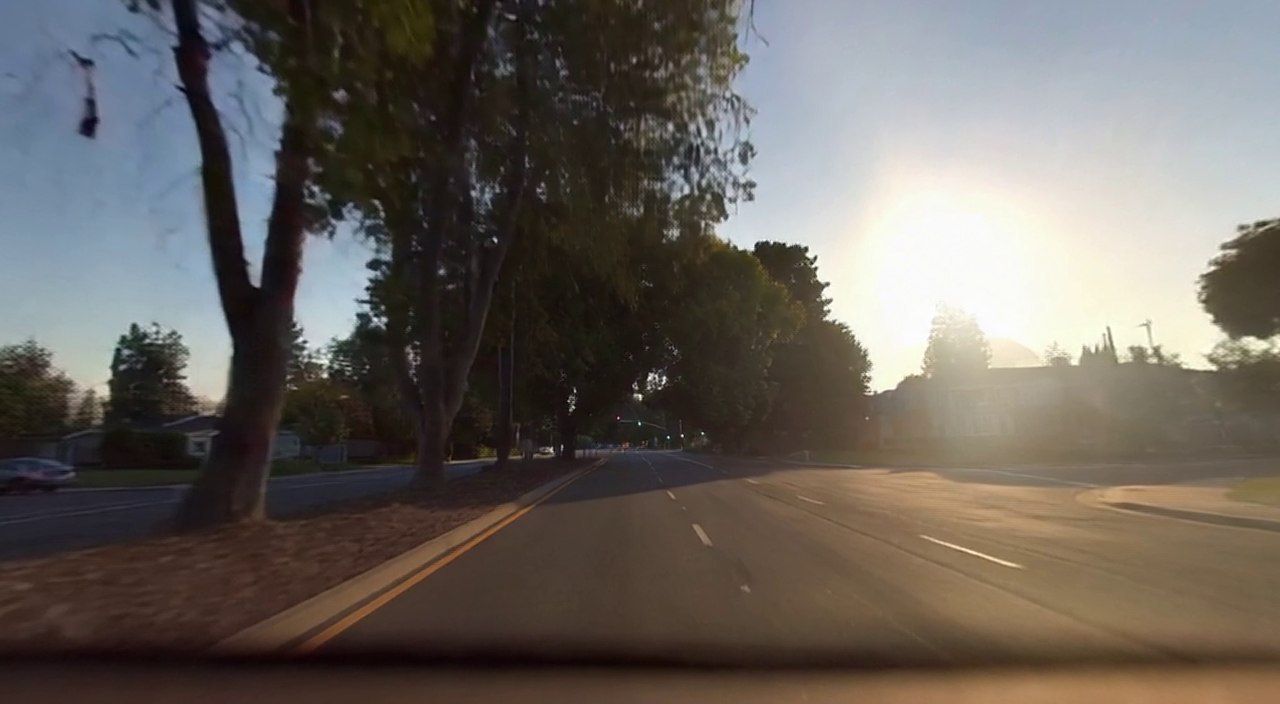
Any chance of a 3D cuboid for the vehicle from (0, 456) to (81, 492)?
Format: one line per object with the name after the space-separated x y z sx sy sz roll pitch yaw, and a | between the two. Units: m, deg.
-33.587 6.545 34.052 4.805 1.854 2.103 0 -9 -1 | vehicle
